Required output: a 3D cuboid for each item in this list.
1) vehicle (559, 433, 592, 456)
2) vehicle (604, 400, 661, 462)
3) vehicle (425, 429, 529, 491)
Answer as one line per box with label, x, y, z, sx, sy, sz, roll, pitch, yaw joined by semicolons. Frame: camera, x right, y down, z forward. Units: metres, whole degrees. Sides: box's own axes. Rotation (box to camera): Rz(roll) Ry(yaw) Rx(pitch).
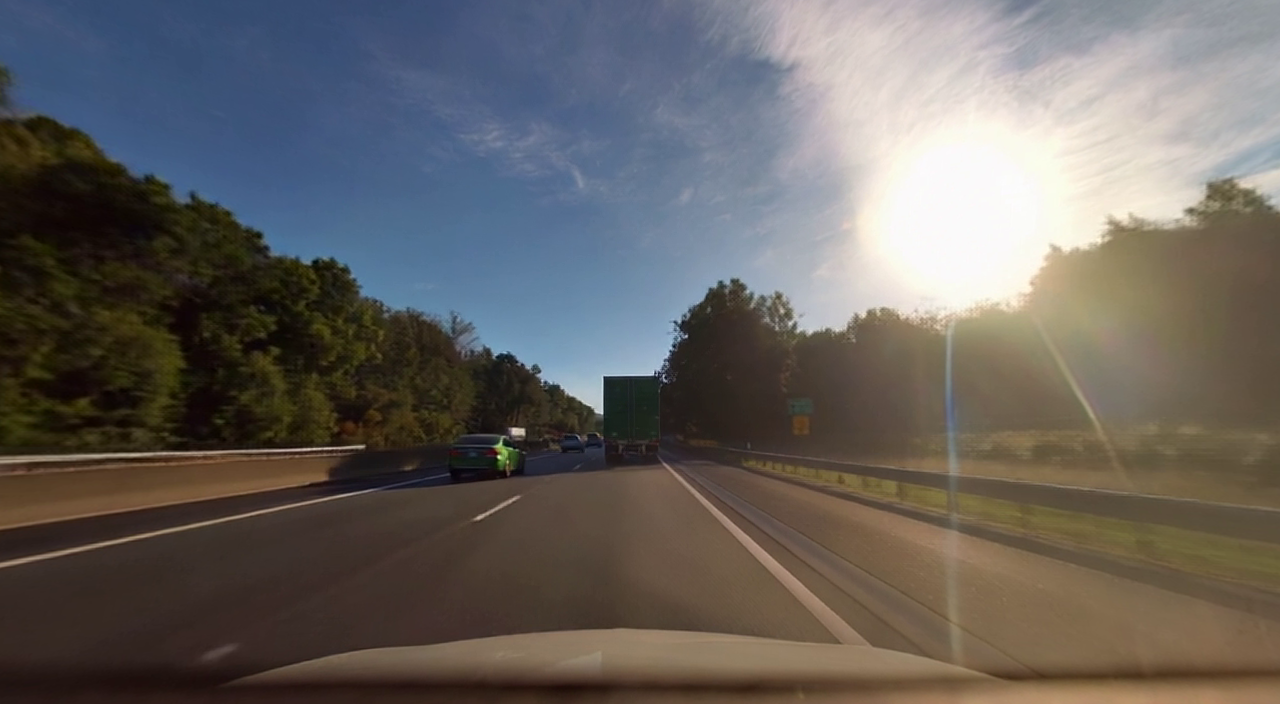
vehicle;-5.037;7.335;49.948;2.138;1.697;4.587;0;-8;0
vehicle;-0.299;3.292;26.247;2.319;2.461;1.270;0;-8;0
vehicle;-4.445;2.986;17.810;1.909;1.520;3.897;0;-8;0
